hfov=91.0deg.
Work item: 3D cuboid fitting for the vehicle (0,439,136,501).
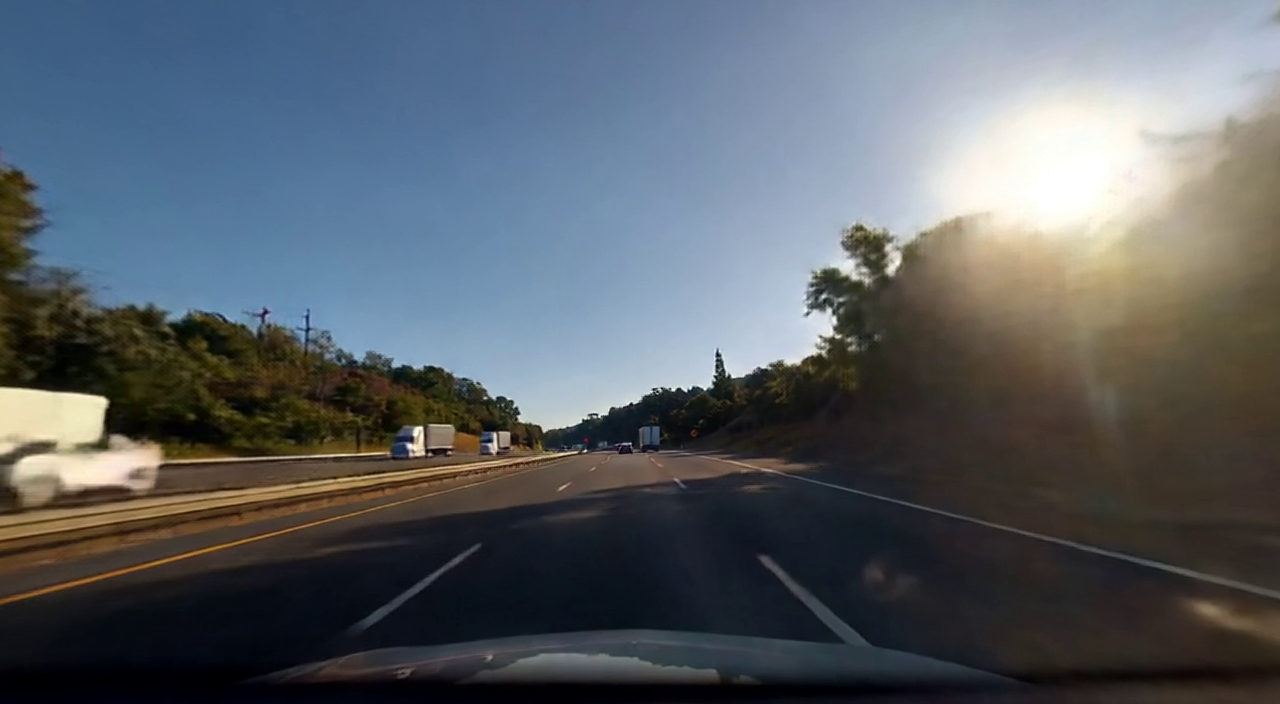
[{"bbox_3d":[-19.795,3.794,20.743,2.119,1.796,5.109,0,-8,-1],"label":"vehicle"}]
